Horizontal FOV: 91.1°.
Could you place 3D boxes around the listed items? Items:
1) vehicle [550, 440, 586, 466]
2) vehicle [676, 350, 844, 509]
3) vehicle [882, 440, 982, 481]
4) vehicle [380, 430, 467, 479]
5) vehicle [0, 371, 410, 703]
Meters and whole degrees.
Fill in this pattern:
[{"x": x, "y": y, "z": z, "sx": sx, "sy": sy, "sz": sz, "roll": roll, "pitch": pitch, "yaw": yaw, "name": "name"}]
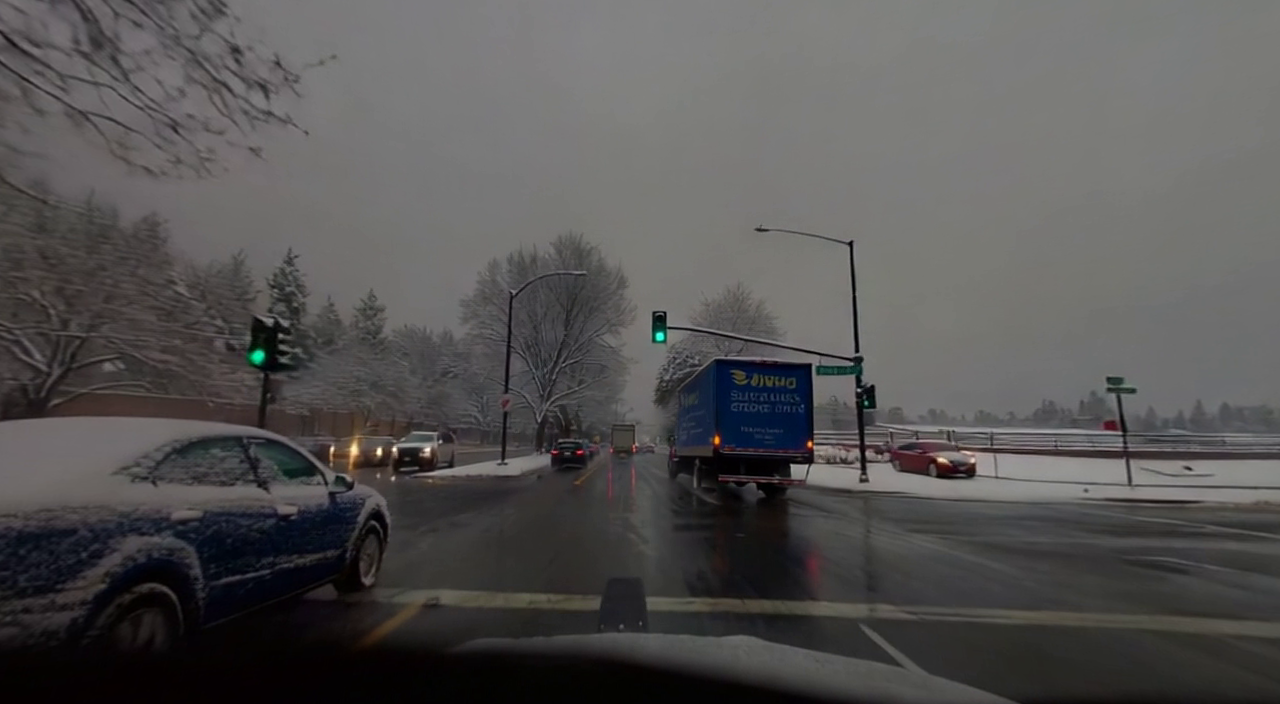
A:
[{"x": -5.275, "y": 7.464, "z": 46.560, "sx": 2.388, "sy": 1.811, "sz": 4.455, "roll": 1, "pitch": -9, "yaw": -4, "name": "vehicle"}, {"x": 3.004, "y": 2.402, "z": 18.765, "sx": 2.905, "sy": 3.644, "sz": 8.441, "roll": 0, "pitch": -9, "yaw": -3, "name": "vehicle"}, {"x": 17.454, "y": 6.439, "z": 37.474, "sx": 5.948, "sy": 2.233, "sz": 2.406, "roll": 6, "pitch": -11, "yaw": -31, "name": "vehicle"}, {"x": -8.998, "y": 4.319, "z": 26.583, "sx": 2.374, "sy": 1.863, "sz": 4.751, "roll": 1, "pitch": -9, "yaw": -6, "name": "vehicle"}, {"x": -3.000, "y": 1.018, "z": 3.329, "sx": 1.828, "sy": 1.515, "sz": 4.422, "roll": 0, "pitch": -9, "yaw": 1, "name": "vehicle"}]
